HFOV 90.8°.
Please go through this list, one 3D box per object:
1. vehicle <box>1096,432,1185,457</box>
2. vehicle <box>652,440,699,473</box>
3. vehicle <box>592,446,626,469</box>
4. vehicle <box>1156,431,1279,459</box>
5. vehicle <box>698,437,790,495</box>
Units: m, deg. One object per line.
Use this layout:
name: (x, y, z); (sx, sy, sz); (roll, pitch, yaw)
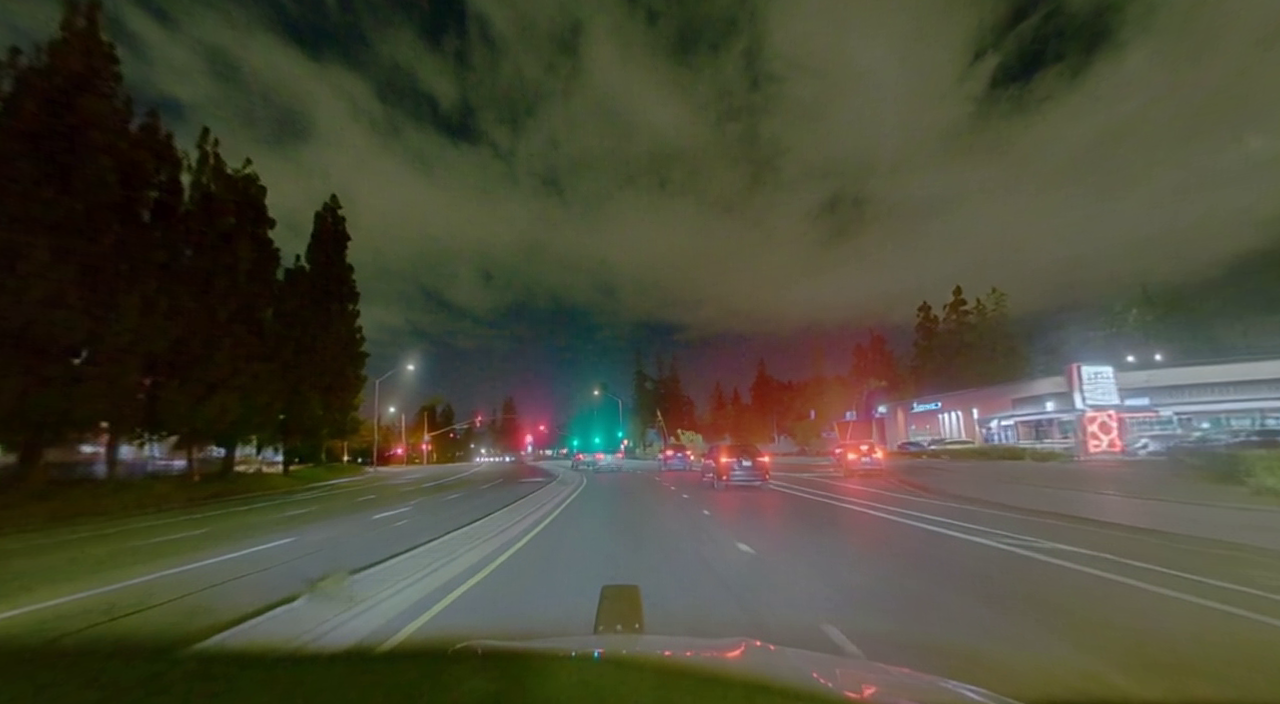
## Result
vehicle: (32.409, 5.980, 40.999); (4.032, 1.560, 2.059); (0, -9, -1)
vehicle: (1.995, 5.993, 36.574); (2.046, 1.768, 4.370); (1, -9, -5)
vehicle: (-2.240, 7.368, 44.344); (2.068, 1.512, 3.987); (1, -9, -8)
vehicle: (32.285, 5.216, 35.415); (4.860, 1.461, 2.041); (0, -8, 0)
vehicle: (3.112, 3.494, 19.790); (1.966, 1.596, 3.980); (0, -9, -4)
